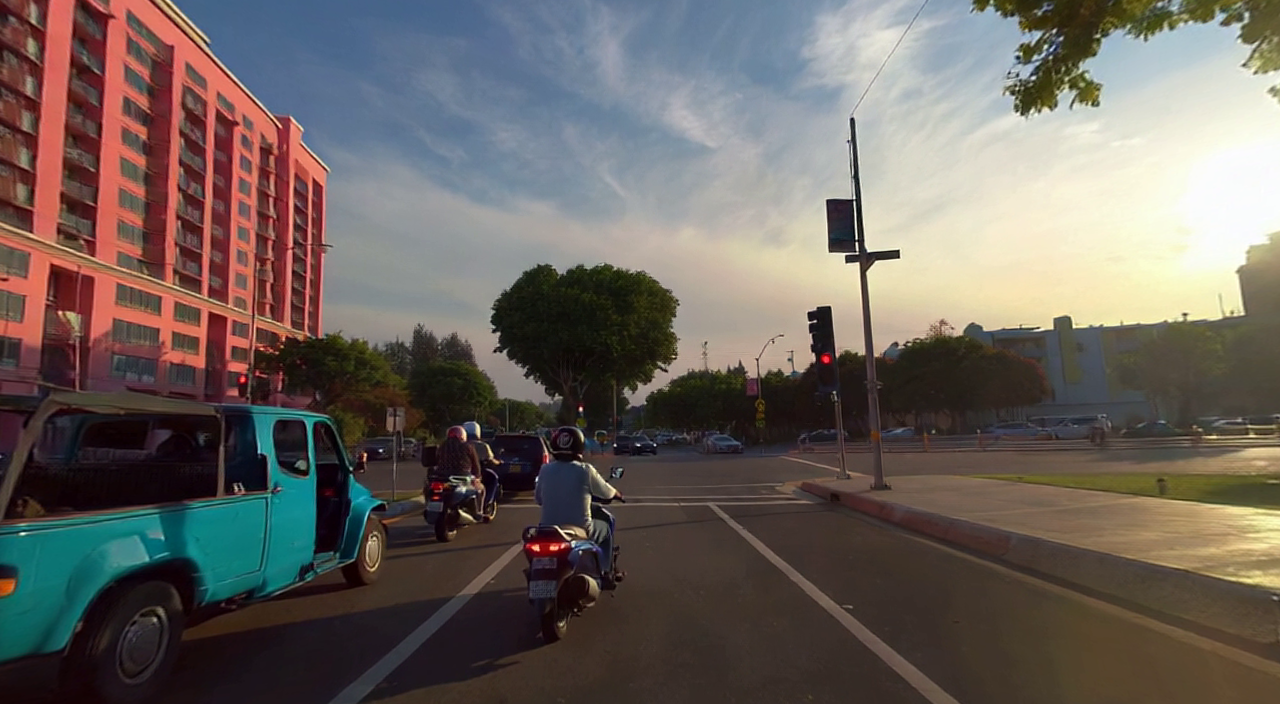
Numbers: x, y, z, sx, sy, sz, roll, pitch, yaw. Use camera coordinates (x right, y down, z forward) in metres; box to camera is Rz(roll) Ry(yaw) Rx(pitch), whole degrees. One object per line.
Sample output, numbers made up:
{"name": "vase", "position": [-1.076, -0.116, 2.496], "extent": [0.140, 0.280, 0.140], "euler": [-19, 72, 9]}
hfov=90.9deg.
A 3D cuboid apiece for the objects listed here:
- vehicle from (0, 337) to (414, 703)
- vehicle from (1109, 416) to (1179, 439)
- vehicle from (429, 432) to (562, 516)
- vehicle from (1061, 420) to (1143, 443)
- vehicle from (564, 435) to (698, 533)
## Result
{"name": "vehicle", "position": [-3.579, 1.166, 4.612], "extent": [2.000, 1.809, 4.855], "euler": [0, -9, 0]}
{"name": "vehicle", "position": [37.086, 5.600, 46.415], "extent": [1.716, 1.543, 3.682], "euler": [8, -12, -41]}
{"name": "vehicle", "position": [-3.093, 2.711, 14.449], "extent": [1.935, 1.615, 4.073], "euler": [-1, -9, 2]}
{"name": "vehicle", "position": [30.830, 5.332, 42.105], "extent": [1.751, 1.420, 4.027], "euler": [8, -12, -43]}
{"name": "vehicle", "position": [-0.102, 2.305, 11.620], "extent": [2.025, 1.458, 4.085], "euler": [-1, -9, 1]}
